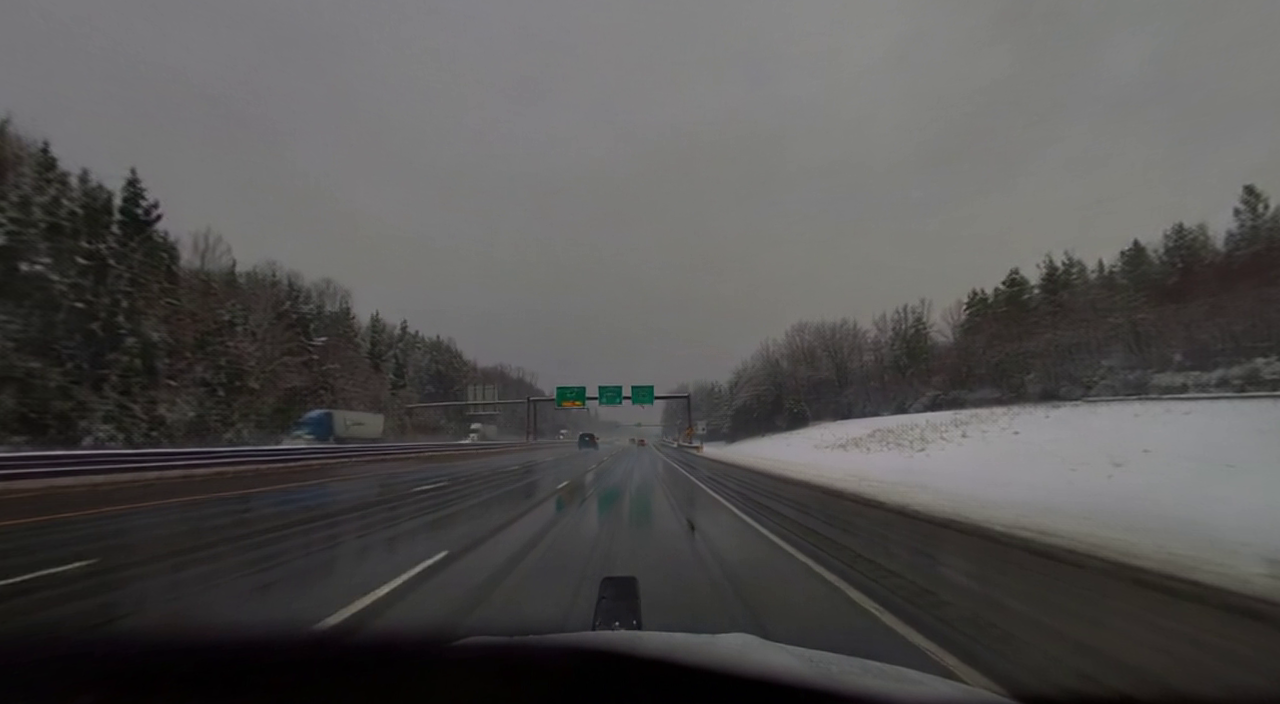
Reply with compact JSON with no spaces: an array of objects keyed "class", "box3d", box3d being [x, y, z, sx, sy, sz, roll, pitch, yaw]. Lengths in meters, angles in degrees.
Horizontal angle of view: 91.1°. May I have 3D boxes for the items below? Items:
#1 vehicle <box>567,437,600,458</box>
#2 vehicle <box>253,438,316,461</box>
[{"class":"vehicle","box3d":[-4.264,7.247,47.778,2.004,1.497,4.260,0,-8,1]},{"class":"vehicle","box3d":[-24.374,6.679,43.245,1.843,1.502,4.124,0,-8,1]}]
